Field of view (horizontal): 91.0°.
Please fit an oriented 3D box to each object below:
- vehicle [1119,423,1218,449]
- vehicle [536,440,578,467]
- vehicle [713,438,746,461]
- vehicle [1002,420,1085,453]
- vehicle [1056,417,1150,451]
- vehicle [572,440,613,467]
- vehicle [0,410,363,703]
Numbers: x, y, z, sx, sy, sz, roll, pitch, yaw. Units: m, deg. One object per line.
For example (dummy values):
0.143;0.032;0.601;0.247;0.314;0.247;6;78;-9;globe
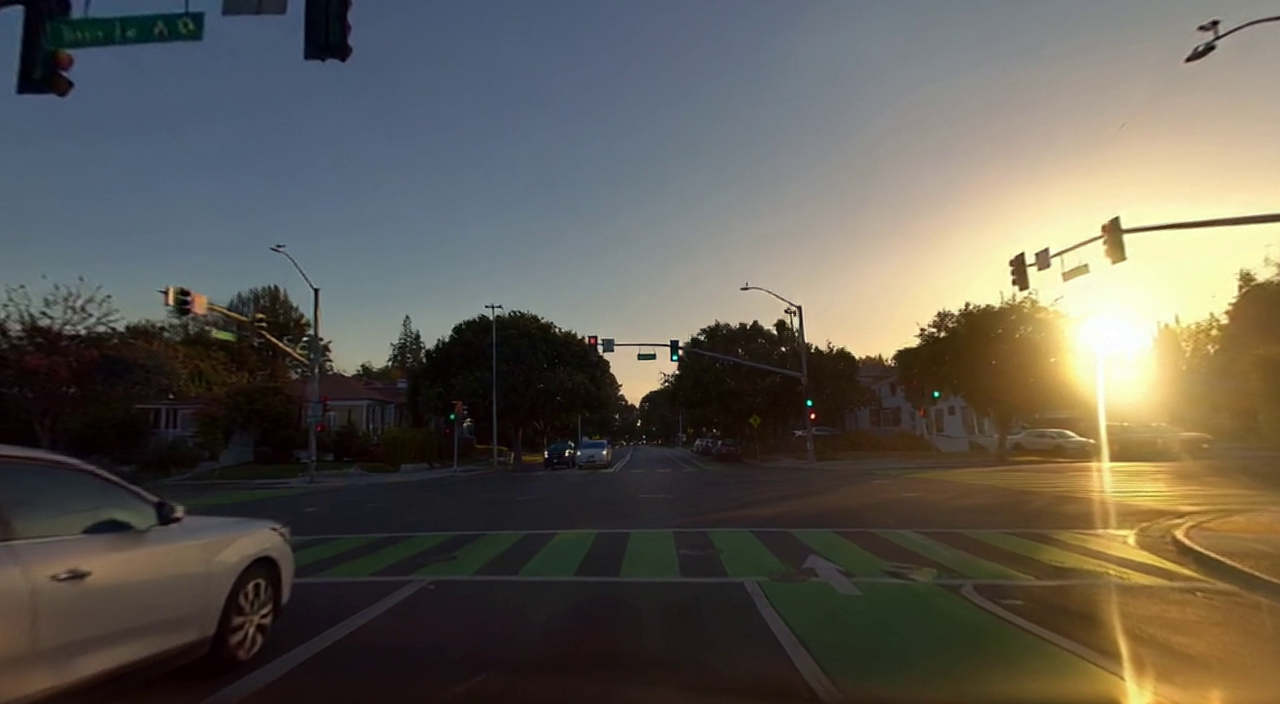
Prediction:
30.317;4.886;36.341;1.837;1.396;4.695;-1;-8;3;vehicle
-5.461;6.787;42.110;1.982;1.686;4.195;-1;-8;4;vehicle
6.382;7.036;45.354;1.891;1.584;3.802;0;-8;1;vehicle
23.341;4.946;36.636;1.964;1.759;4.583;-1;-8;3;vehicle
26.518;4.776;36.277;2.033;1.821;4.542;0;-8;2;vehicle
-2.787;6.046;37.552;1.982;1.472;4.103;-1;-8;2;vehicle
-3.392;1.066;2.997;1.904;1.489;4.746;0;-8;1;vehicle
